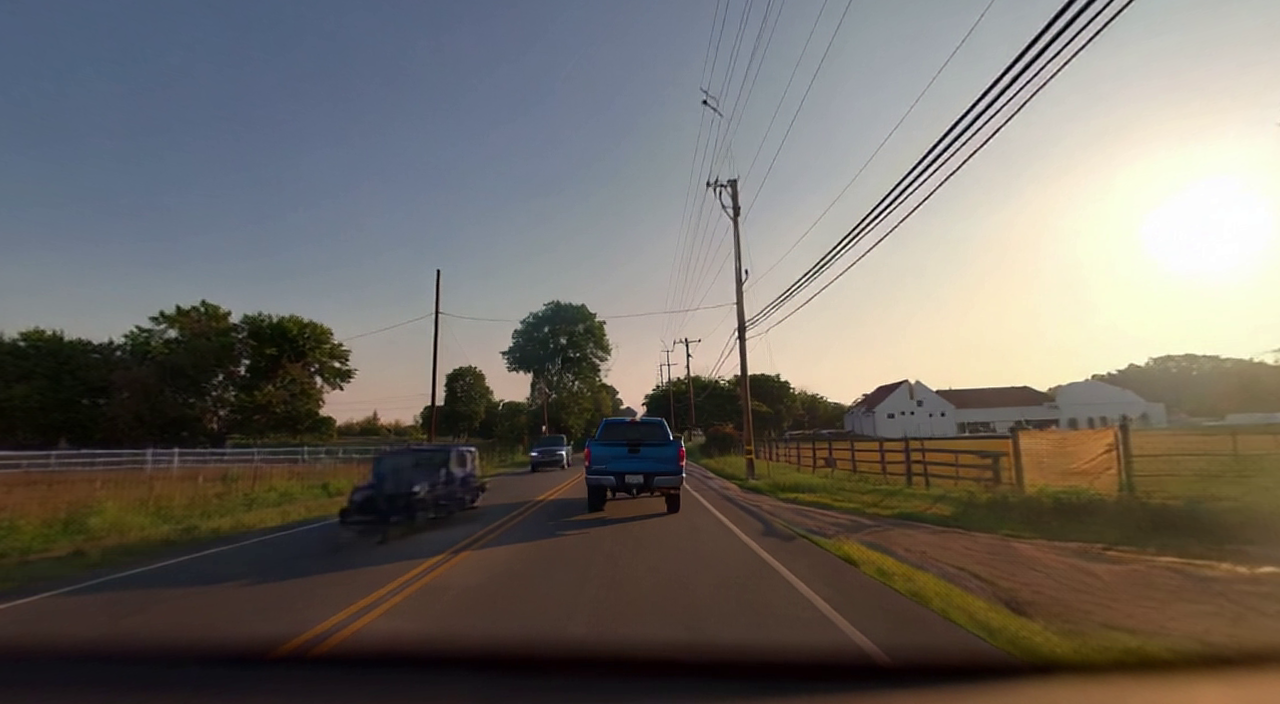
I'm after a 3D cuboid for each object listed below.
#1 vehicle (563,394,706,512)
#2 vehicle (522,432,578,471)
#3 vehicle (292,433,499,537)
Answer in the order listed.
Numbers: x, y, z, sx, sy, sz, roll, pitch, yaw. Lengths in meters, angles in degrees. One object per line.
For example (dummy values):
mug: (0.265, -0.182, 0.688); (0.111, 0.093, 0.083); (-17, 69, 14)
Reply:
vehicle: (-0.154, 2.336, 14.919); (2.693, 2.223, 5.885); (0, -8, -1)
vehicle: (-4.447, 5.045, 32.100); (2.077, 1.805, 4.891); (0, -8, 1)
vehicle: (-4.051, 2.263, 11.452); (1.935, 1.489, 4.495); (0, -8, 0)
